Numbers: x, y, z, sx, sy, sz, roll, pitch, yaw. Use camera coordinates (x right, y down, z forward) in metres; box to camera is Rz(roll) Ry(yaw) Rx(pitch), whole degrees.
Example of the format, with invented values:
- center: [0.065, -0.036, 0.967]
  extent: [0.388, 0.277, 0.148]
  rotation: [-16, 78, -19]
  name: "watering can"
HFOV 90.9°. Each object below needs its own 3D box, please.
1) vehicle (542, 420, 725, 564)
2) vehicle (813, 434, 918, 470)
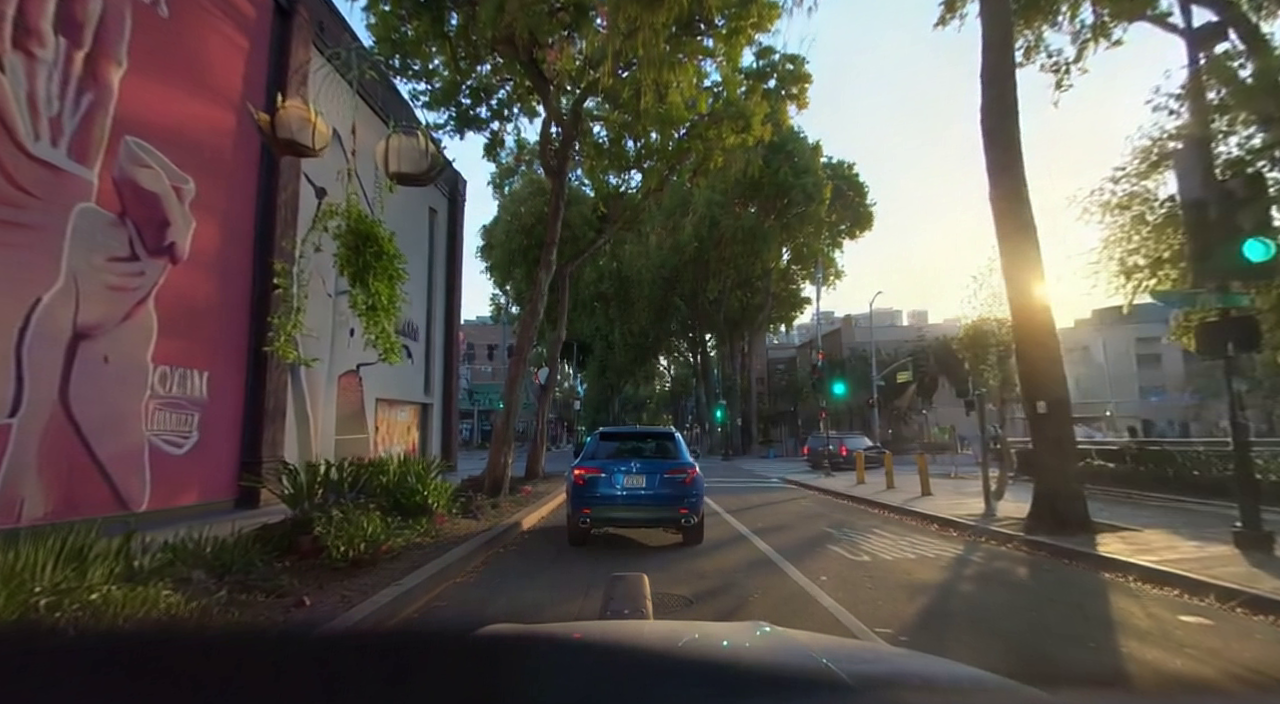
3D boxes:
- center: [-0.078, 1.884, 9.192]
  extent: [2.079, 1.621, 3.861]
  rotation: [0, -8, 0]
  name: "vehicle"
- center: [13.662, 6.030, 38.311]
  extent: [5.513, 2.063, 2.448]
  rotation: [2, -9, -15]
  name: "vehicle"
